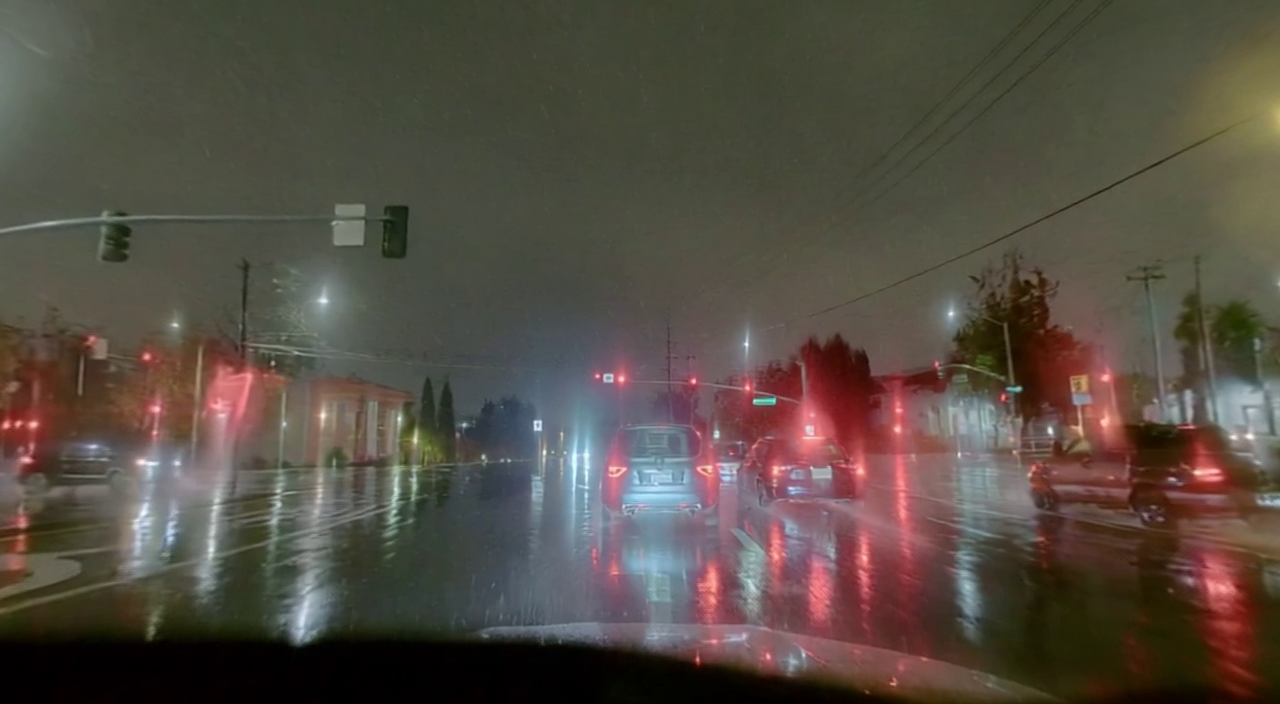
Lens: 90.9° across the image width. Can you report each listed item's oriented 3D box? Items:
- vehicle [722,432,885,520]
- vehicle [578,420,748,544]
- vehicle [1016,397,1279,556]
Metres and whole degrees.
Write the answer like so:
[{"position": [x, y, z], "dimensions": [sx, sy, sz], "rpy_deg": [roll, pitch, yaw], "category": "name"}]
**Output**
[{"position": [2.974, 2.351, 12.507], "dimensions": [1.994, 1.436, 4.169], "rpy_deg": [0, -8, -2], "category": "vehicle"}, {"position": [0.271, 1.957, 10.204], "dimensions": [2.099, 1.516, 4.681], "rpy_deg": [0, -8, 0], "category": "vehicle"}, {"position": [8.486, 1.836, 9.999], "dimensions": [2.132, 1.892, 4.851], "rpy_deg": [0, -8, 2], "category": "vehicle"}]
